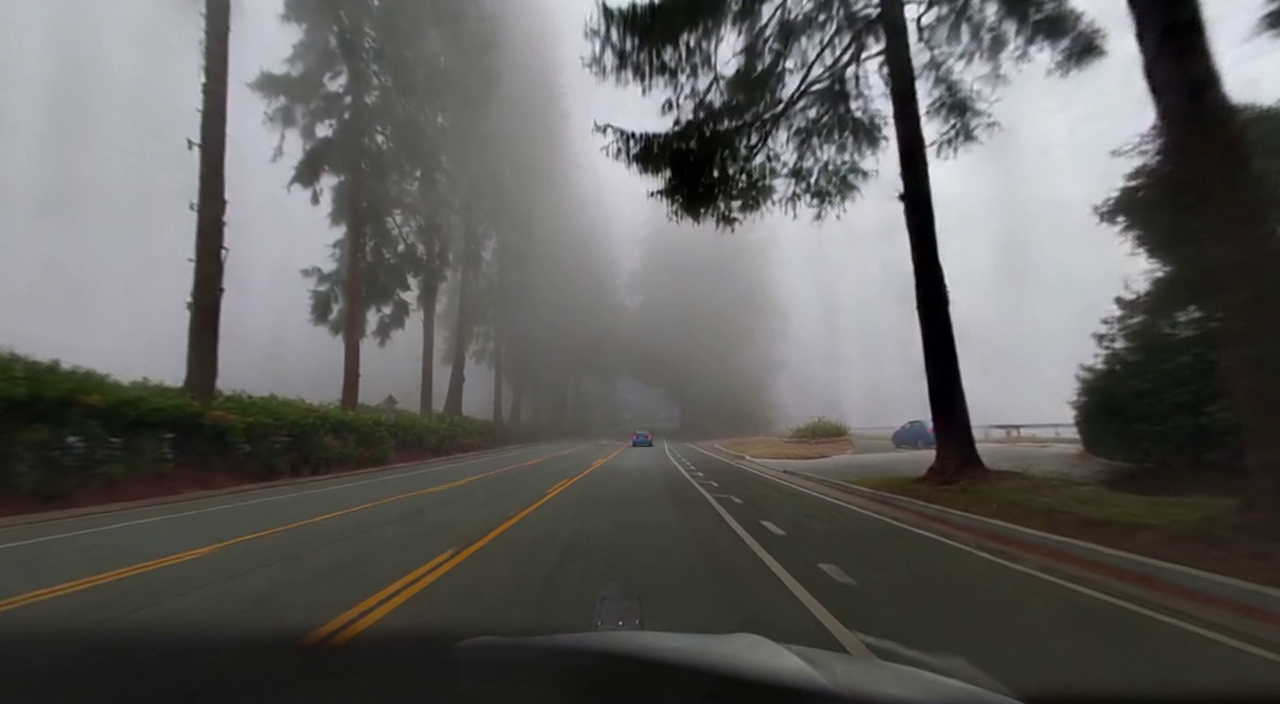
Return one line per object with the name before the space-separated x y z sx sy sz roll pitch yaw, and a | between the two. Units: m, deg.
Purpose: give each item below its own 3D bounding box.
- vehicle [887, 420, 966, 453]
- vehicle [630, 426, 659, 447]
vehicle | 13.786 4.093 30.712 1.762 1.479 4.546 0 -8 0
vehicle | 0.343 6.418 47.631 2.067 1.486 3.861 0 -9 1
